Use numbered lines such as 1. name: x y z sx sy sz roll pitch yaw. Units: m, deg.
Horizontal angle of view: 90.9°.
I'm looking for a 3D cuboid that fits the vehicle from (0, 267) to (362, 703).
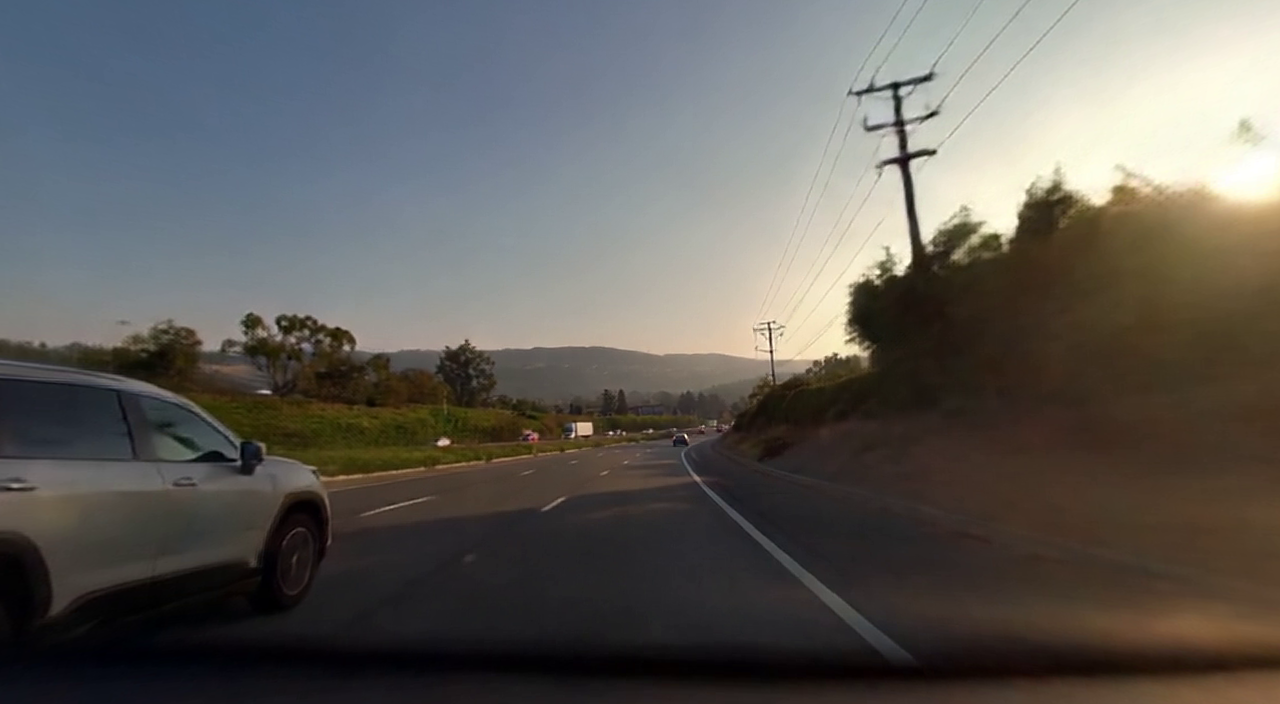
1. vehicle: -3.538 0.738 2.900 2.136 1.975 5.037 0 -8 1
